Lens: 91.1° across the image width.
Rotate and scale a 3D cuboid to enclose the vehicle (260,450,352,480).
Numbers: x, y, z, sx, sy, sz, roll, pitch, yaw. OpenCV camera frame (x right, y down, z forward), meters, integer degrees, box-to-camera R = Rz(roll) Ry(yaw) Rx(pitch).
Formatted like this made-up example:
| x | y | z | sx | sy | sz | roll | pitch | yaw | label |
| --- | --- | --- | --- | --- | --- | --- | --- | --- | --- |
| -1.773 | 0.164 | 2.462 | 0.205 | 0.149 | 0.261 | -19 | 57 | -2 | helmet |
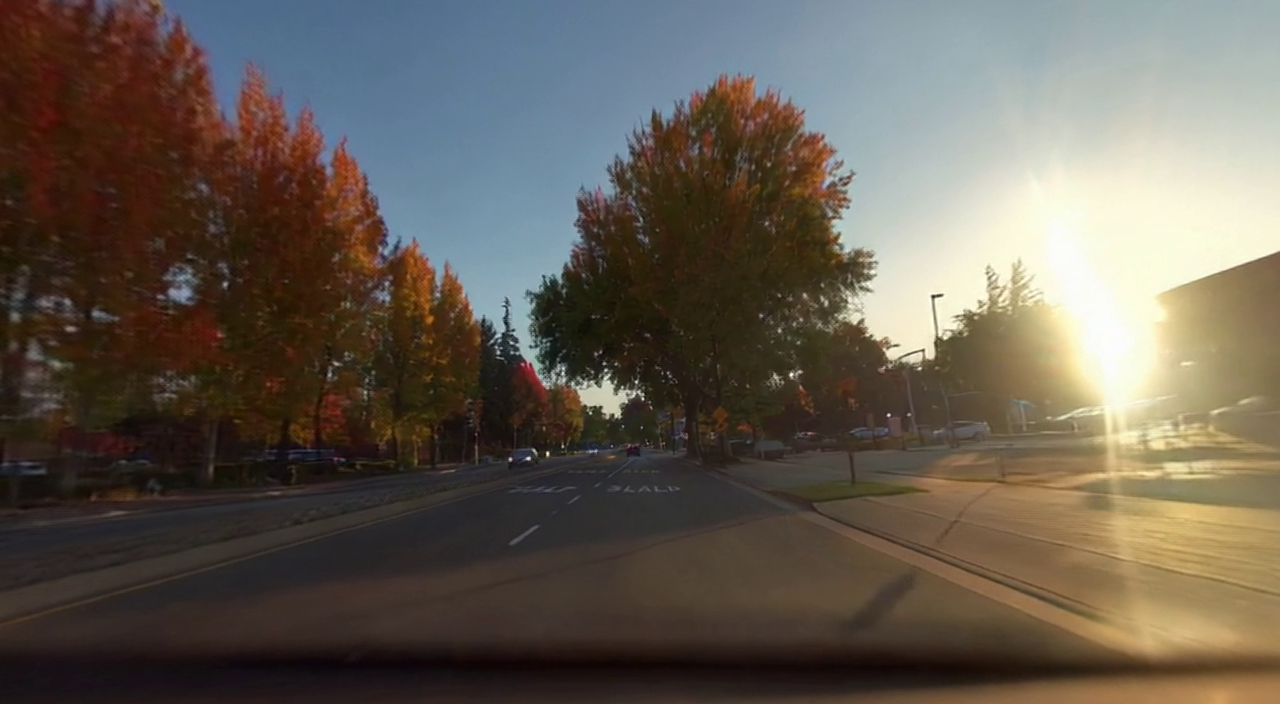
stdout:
| x | y | z | sx | sy | sz | roll | pitch | yaw | label |
| --- | --- | --- | --- | --- | --- | --- | --- | --- | --- |
| -23.228 | 7.852 | 43.822 | 5.144 | 1.980 | 2.262 | -1 | -9 | 6 | vehicle |
